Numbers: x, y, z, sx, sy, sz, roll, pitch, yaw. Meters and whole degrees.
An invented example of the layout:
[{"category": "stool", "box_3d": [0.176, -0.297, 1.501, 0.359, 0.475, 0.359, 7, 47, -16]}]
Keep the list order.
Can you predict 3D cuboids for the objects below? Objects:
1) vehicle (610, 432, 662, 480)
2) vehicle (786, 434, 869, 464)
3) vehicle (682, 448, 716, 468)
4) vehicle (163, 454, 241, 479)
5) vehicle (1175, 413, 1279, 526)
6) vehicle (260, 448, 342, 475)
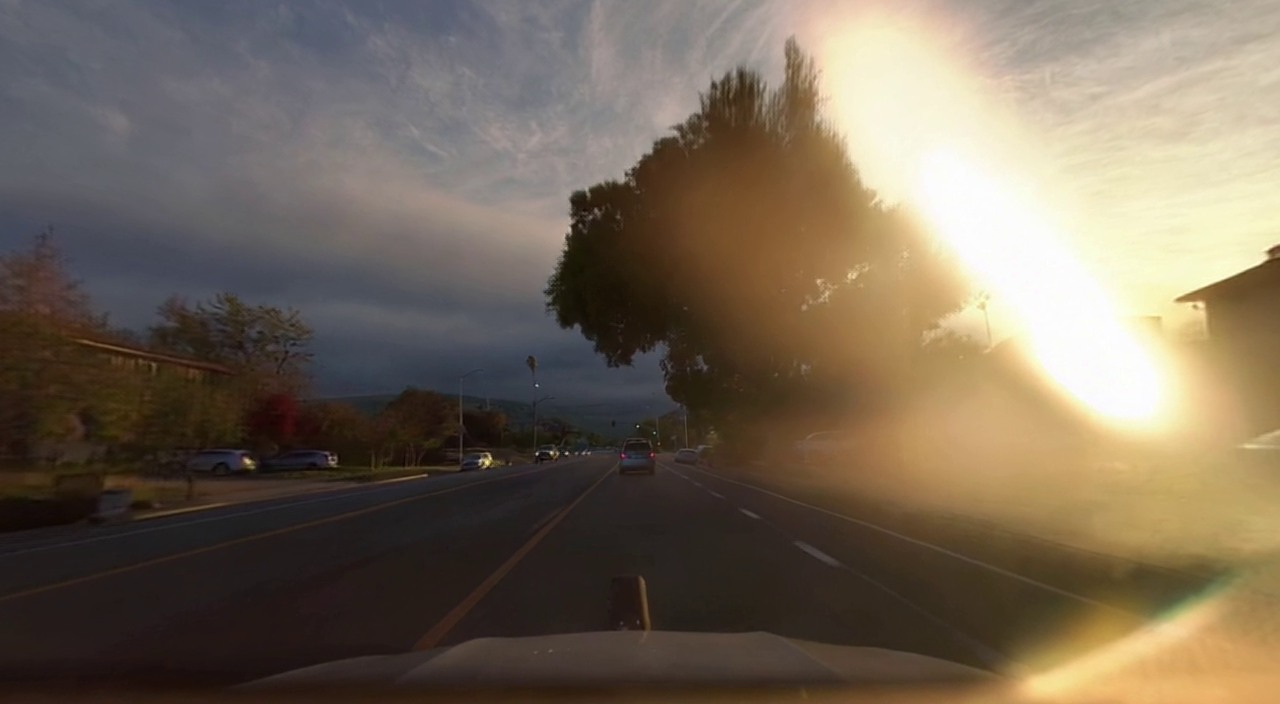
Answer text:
[{"category": "vehicle", "box_3d": [-0.192, 4.646, 28.507, 2.153, 1.942, 4.767, 0, -8, -1]}, {"category": "vehicle", "box_3d": [12.528, 6.513, 42.448, 4.870, 1.926, 2.094, 0, -8, -1]}, {"category": "vehicle", "box_3d": [4.584, 8.262, 49.635, 1.963, 1.469, 4.709, 0, -8, -2]}, {"category": "vehicle", "box_3d": [-26.918, 7.042, 38.920, 3.522, 1.372, 1.652, 0, -9, -4]}, {"category": "vehicle", "box_3d": [11.253, 1.739, 9.572, 4.377, 1.588, 2.063, 0, -8, 0]}, {"category": "vehicle", "box_3d": [-21.122, 6.819, 39.503, 4.020, 1.635, 1.875, 0, -8, 2]}]
